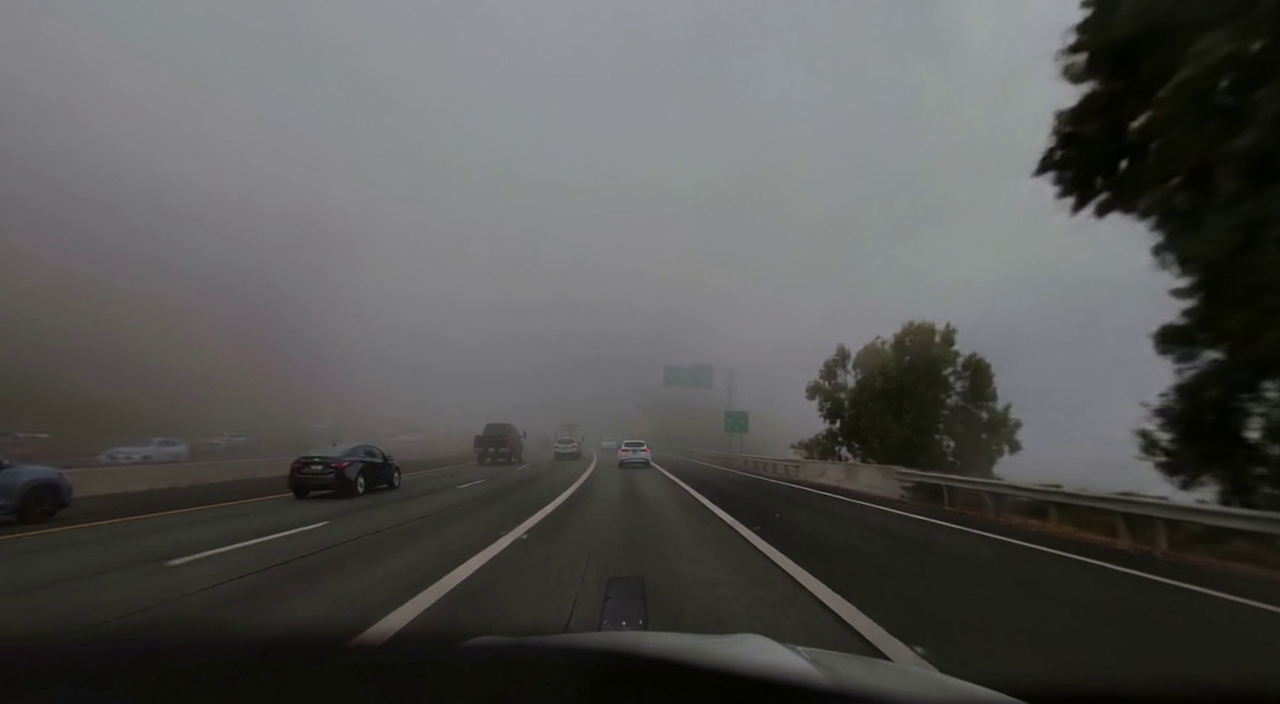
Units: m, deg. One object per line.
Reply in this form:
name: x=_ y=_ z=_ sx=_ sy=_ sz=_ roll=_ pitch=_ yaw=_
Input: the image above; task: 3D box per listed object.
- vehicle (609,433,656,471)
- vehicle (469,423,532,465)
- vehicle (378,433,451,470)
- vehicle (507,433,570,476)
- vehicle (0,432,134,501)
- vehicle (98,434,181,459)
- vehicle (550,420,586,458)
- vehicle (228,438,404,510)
vehicle: x=-0.387 y=4.740 z=29.990 sx=2.092 sy=1.671 sz=3.772 roll=0 pitch=-8 yaw=-2
vehicle: x=-8.694 y=5.852 z=40.109 sx=2.773 sy=2.402 sz=6.232 roll=0 pitch=-8 yaw=-2
vehicle: x=-11.818 y=5.262 z=33.486 sx=2.079 sy=1.807 sz=5.187 roll=0 pitch=-8 yaw=-2
vehicle: x=-4.160 y=4.279 z=26.502 sx=2.005 sy=1.631 sz=4.295 roll=0 pitch=-8 yaw=-1
vehicle: x=-15.870 y=2.902 z=16.333 sx=1.926 sy=1.587 sz=4.354 roll=0 pitch=-8 yaw=-1
vehicle: x=-32.583 y=6.176 z=41.265 sx=1.844 sy=1.520 sz=4.578 roll=0 pitch=-8 yaw=-3
vehicle: x=-5.381 y=6.604 z=47.702 sx=2.279 sy=2.672 sz=5.256 roll=0 pitch=-8 yaw=-2
vehicle: x=-7.563 y=2.854 z=15.321 sx=1.896 sy=1.465 sz=4.399 roll=0 pitch=-8 yaw=1
